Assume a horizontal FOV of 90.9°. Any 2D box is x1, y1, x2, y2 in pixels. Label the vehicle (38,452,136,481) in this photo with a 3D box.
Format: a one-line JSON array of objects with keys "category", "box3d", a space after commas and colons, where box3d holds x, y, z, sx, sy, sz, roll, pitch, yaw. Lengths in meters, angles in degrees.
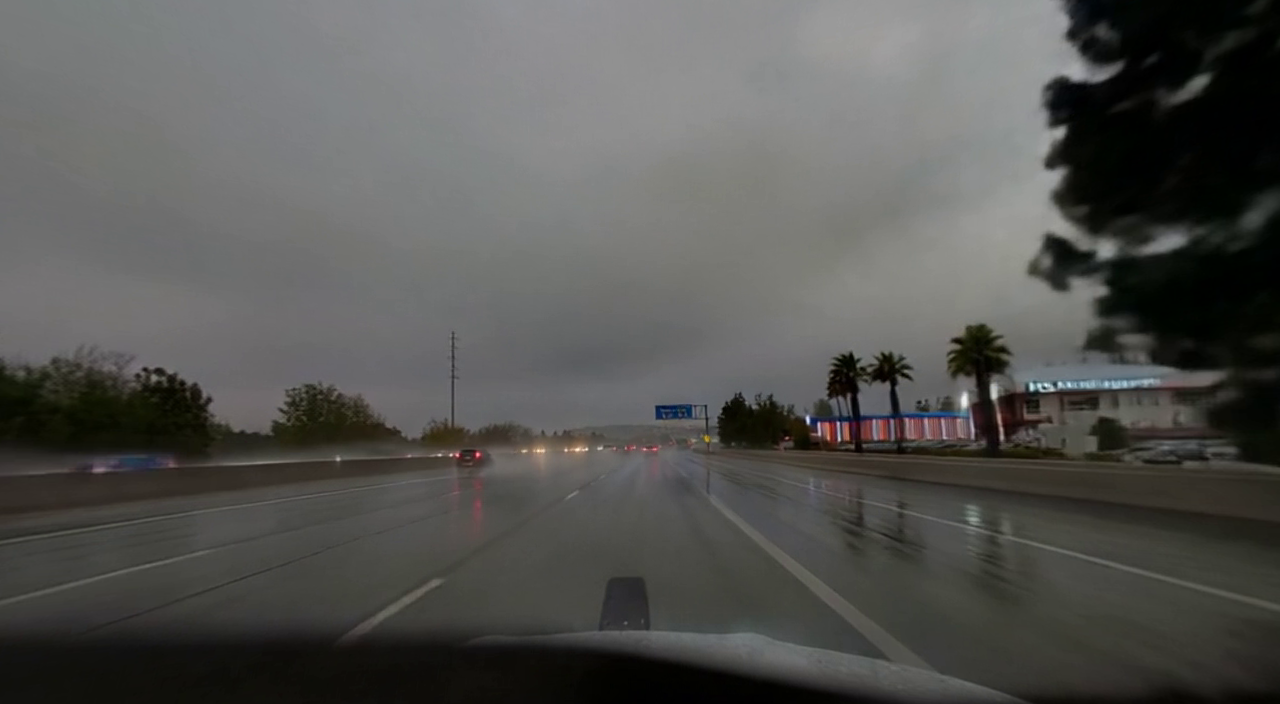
[{"category": "vehicle", "box3d": [-30.621, 6.331, 35.078, 1.731, 1.473, 4.049, -2, -9, 0]}]
